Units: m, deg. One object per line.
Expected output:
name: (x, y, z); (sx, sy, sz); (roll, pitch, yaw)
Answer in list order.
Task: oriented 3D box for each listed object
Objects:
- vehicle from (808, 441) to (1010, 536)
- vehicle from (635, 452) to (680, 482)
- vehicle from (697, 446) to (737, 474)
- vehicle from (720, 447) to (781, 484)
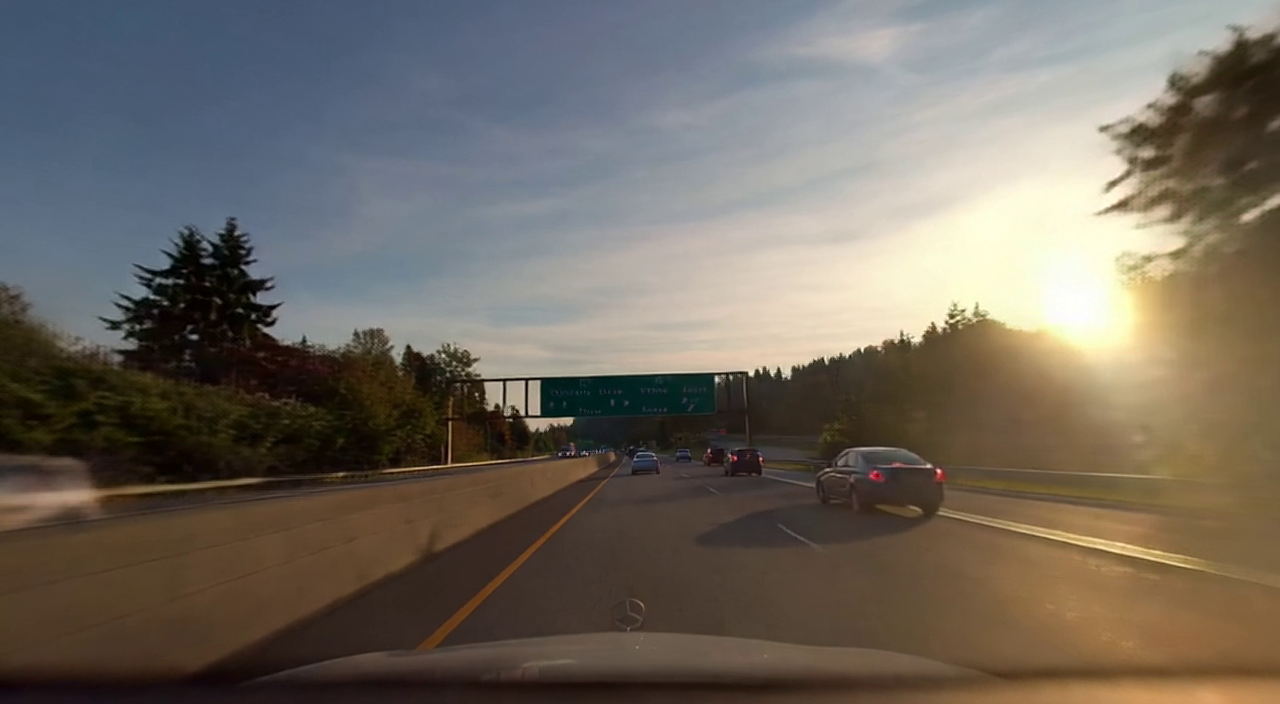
vehicle: (4.854, 2.515, 12.264); (1.827, 1.462, 4.697); (0, -9, 0)
vehicle: (0.778, 5.426, 30.026); (2.012, 1.320, 3.777); (0, -9, 0)
vehicle: (4.835, 6.856, 40.090); (1.969, 1.639, 4.472); (0, -9, 0)
vehicle: (4.799, 4.994, 27.901); (1.952, 1.495, 3.740); (0, -9, -1)
